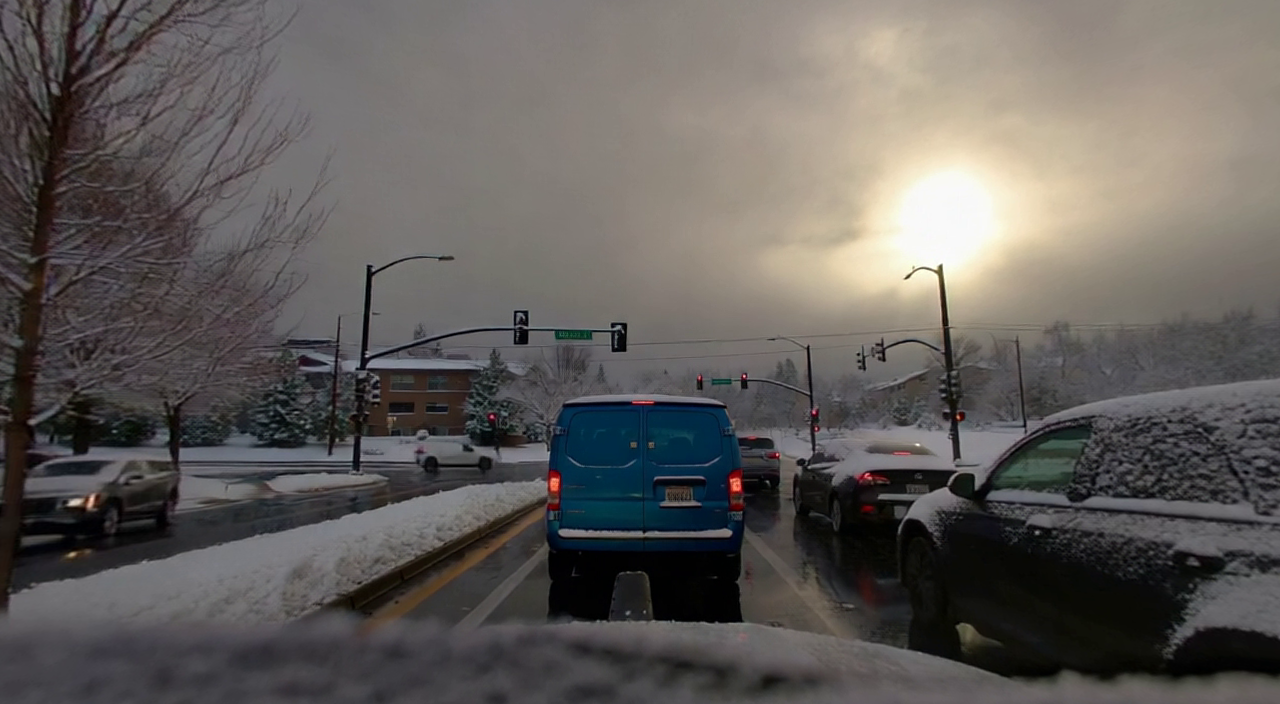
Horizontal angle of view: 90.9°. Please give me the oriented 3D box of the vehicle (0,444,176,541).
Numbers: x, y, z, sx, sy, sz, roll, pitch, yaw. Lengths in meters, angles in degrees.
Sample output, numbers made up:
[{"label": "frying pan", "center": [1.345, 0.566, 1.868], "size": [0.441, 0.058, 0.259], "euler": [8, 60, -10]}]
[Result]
[{"label": "vehicle", "center": [-11.071, 2.665, 12.777], "size": [2.023, 1.488, 4.654], "euler": [1, -8, -29]}]

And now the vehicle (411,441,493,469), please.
[{"label": "vehicle", "center": [-11.121, 6.108, 37.501], "size": [4.498, 1.547, 1.886], "euler": [2, -9, -16]}]

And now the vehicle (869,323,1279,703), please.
[{"label": "vehicle", "center": [2.903, 0.948, 3.165], "size": [1.971, 1.663, 4.287], "euler": [0, -8, 2]}]

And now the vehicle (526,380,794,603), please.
[{"label": "vehicle", "center": [0.180, 1.466, 7.443], "size": [2.185, 1.822, 4.391], "euler": [0, -8, 1]}]
